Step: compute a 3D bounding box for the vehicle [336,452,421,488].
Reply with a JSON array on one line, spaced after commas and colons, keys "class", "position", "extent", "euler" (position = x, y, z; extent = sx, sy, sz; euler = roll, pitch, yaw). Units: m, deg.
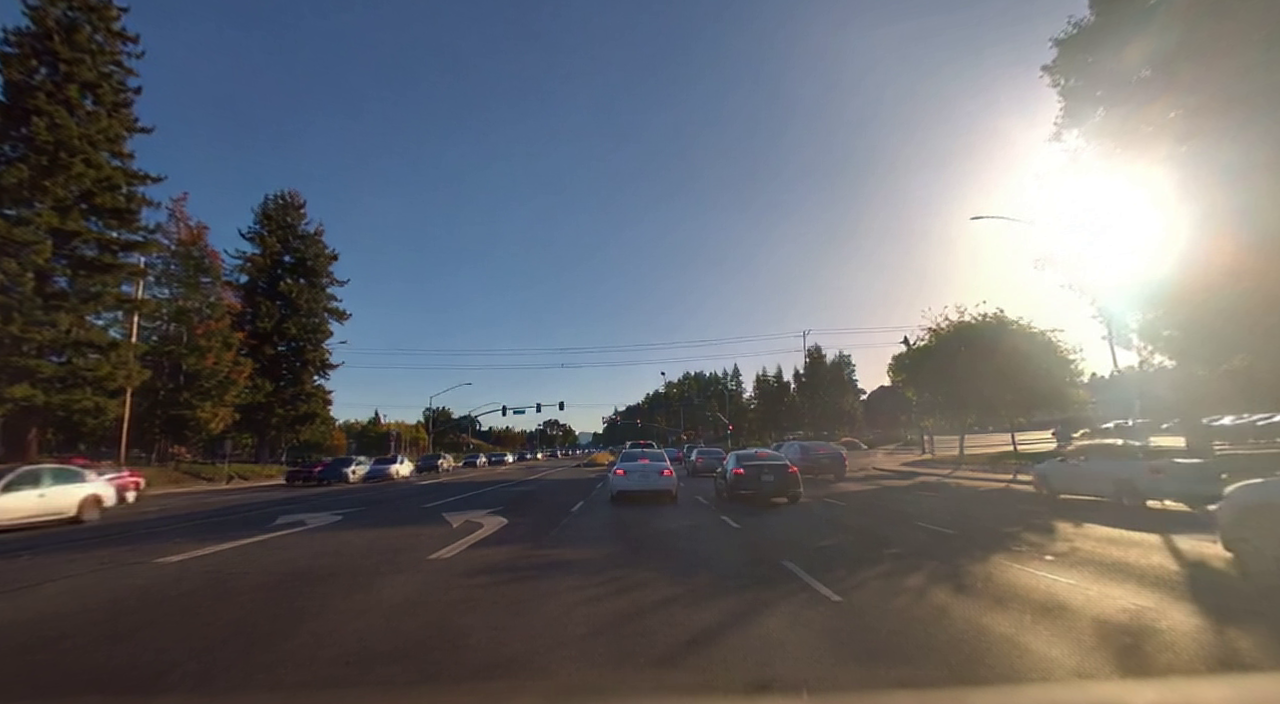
[{"class": "vehicle", "position": [-12.114, 5.453, 29.590], "extent": [2.002, 1.500, 4.536], "euler": [0, -9, 0]}]

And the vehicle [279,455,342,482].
[{"class": "vehicle", "position": [-22.463, 7.919, 43.298], "extent": [1.889, 1.651, 4.512], "euler": [0, -9, 0]}]

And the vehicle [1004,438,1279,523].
[{"class": "vehicle", "position": [10.536, 2.678, 13.846], "extent": [1.890, 1.488, 5.113], "euler": [0, -9, -2]}]

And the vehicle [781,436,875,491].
[{"class": "vehicle", "position": [6.378, 3.814, 21.935], "extent": [1.931, 1.685, 4.054], "euler": [0, -9, -1]}]

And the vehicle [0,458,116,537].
[{"class": "vehicle", "position": [-13.507, 2.931, 12.802], "extent": [2.018, 1.469, 4.916], "euler": [1, -9, -7]}]

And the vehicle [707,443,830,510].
[{"class": "vehicle", "position": [3.087, 3.102, 16.375], "extent": [1.970, 1.445, 4.974], "euler": [0, -9, -2]}]

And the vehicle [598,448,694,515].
[{"class": "vehicle", "position": [0.068, 2.992, 15.162], "extent": [1.990, 1.347, 4.067], "euler": [0, -9, -2]}]

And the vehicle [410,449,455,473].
[{"class": "vehicle", "position": [-15.925, 8.376, 48.770], "extent": [1.908, 1.703, 4.547], "euler": [0, -9, 0]}]
